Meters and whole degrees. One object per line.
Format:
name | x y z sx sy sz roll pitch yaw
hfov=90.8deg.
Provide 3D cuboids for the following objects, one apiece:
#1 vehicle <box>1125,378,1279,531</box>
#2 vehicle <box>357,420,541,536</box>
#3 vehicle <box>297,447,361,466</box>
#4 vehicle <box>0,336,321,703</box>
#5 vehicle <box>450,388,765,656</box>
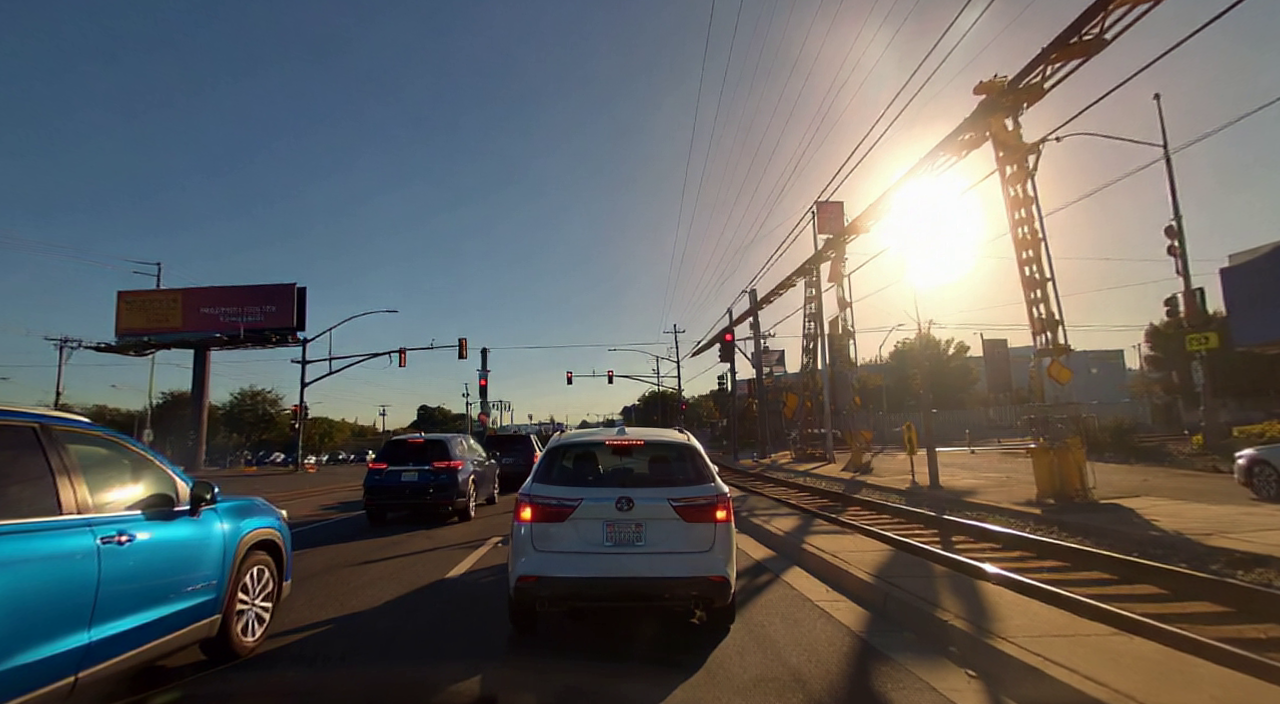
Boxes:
vehicle | 9.612 1.314 8.189 5.060 1.702 2.033 1 -9 -4
vehicle | -3.148 2.182 11.502 1.988 1.678 4.317 0 -9 0
vehicle | -24.177 8.089 49.078 4.357 1.444 1.842 -3 -9 19
vehicle | -3.924 0.880 3.086 2.052 1.814 5.184 0 -9 -1
vehicle | -0.207 1.373 5.983 2.025 1.723 3.644 0 -9 0
